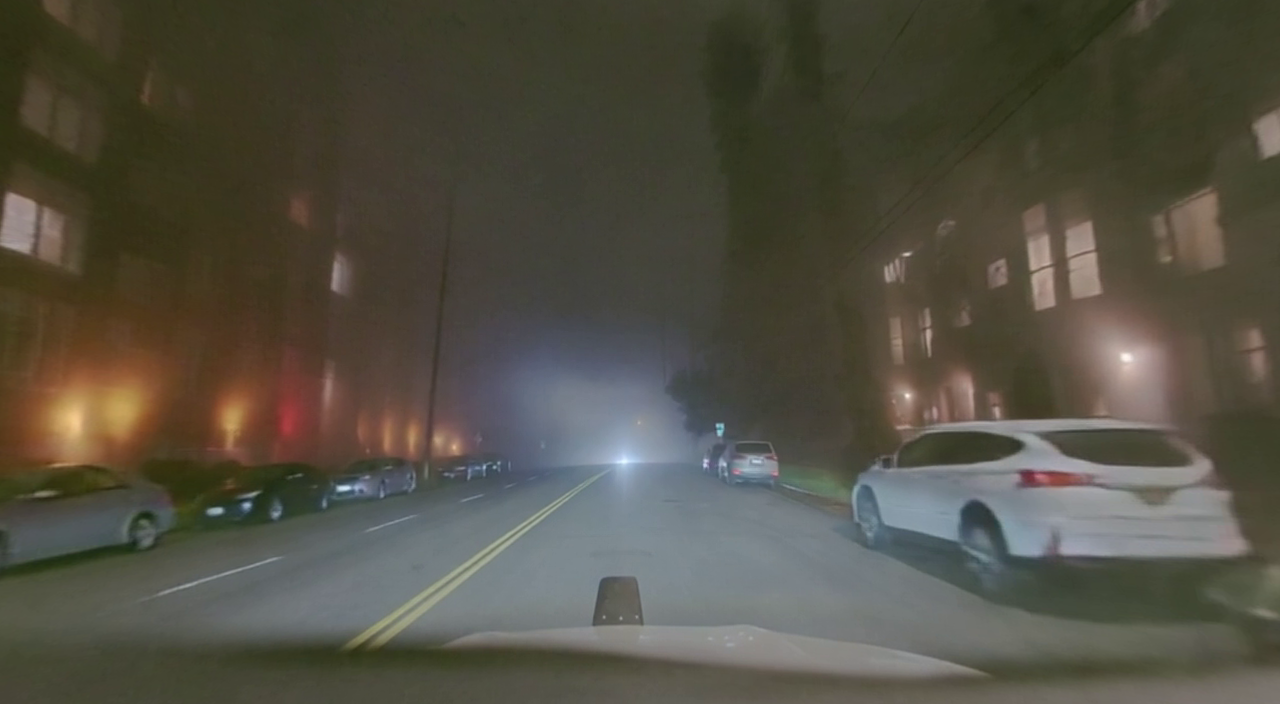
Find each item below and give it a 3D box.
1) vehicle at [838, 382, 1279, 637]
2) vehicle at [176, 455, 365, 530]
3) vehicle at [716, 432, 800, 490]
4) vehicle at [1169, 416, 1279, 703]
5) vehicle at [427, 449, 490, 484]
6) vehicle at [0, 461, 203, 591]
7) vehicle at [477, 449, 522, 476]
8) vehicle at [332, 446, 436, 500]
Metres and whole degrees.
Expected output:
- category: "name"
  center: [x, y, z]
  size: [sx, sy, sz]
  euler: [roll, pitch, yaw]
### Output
- category: "vehicle"
  center: [3.971, 1.450, 6.860]
  size: [2.040, 1.801, 4.569]
  euler: [0, -8, -1]
- category: "vehicle"
  center: [-8.986, 3.408, 15.972]
  size: [1.948, 1.508, 4.656]
  euler: [0, -8, 1]
- category: "vehicle"
  center: [3.895, 3.687, 21.701]
  size: [2.155, 1.747, 4.311]
  euler: [0, -8, 2]
- category: "vehicle"
  center: [4.012, 0.822, 1.395]
  size: [1.875, 1.495, 4.242]
  euler: [0, -8, -2]
- category: "vehicle"
  center: [-9.151, 5.765, 32.117]
  size: [1.884, 1.526, 4.061]
  euler: [-5, -9, 1]
- category: "vehicle"
  center: [-9.125, 2.427, 9.253]
  size: [2.208, 1.508, 4.590]
  euler: [0, -8, -1]
- category: "vehicle"
  center: [-9.071, 7.101, 41.027]
  size: [2.000, 1.495, 4.687]
  euler: [-3, -8, -2]
- category: "vehicle"
  center: [-9.166, 4.367, 23.042]
  size: [2.051, 1.657, 4.322]
  euler: [-3, -10, -1]
